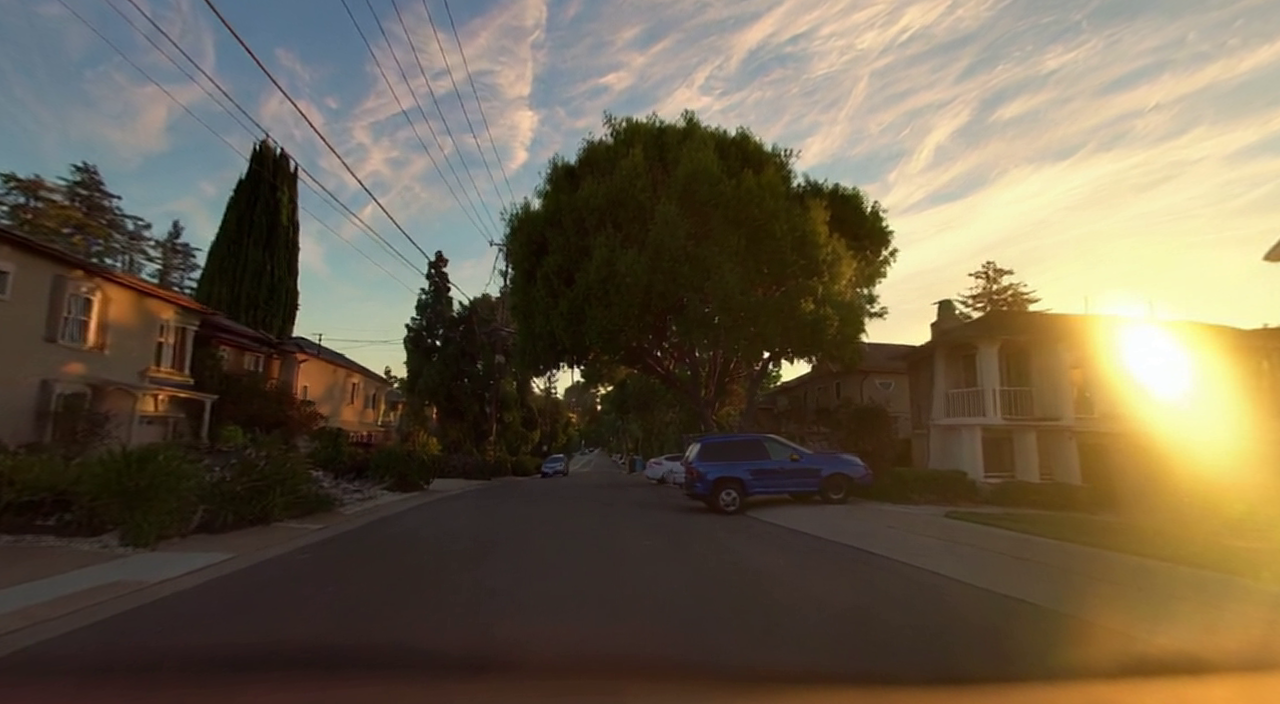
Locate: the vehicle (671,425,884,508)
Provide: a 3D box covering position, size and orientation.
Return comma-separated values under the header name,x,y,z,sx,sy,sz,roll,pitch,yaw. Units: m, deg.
name,x,y,z,sx,sy,sz,roll,pitch,yaw
vehicle,3.053,2.587,14.580,4.413,1.728,1.869,2,-7,-7
